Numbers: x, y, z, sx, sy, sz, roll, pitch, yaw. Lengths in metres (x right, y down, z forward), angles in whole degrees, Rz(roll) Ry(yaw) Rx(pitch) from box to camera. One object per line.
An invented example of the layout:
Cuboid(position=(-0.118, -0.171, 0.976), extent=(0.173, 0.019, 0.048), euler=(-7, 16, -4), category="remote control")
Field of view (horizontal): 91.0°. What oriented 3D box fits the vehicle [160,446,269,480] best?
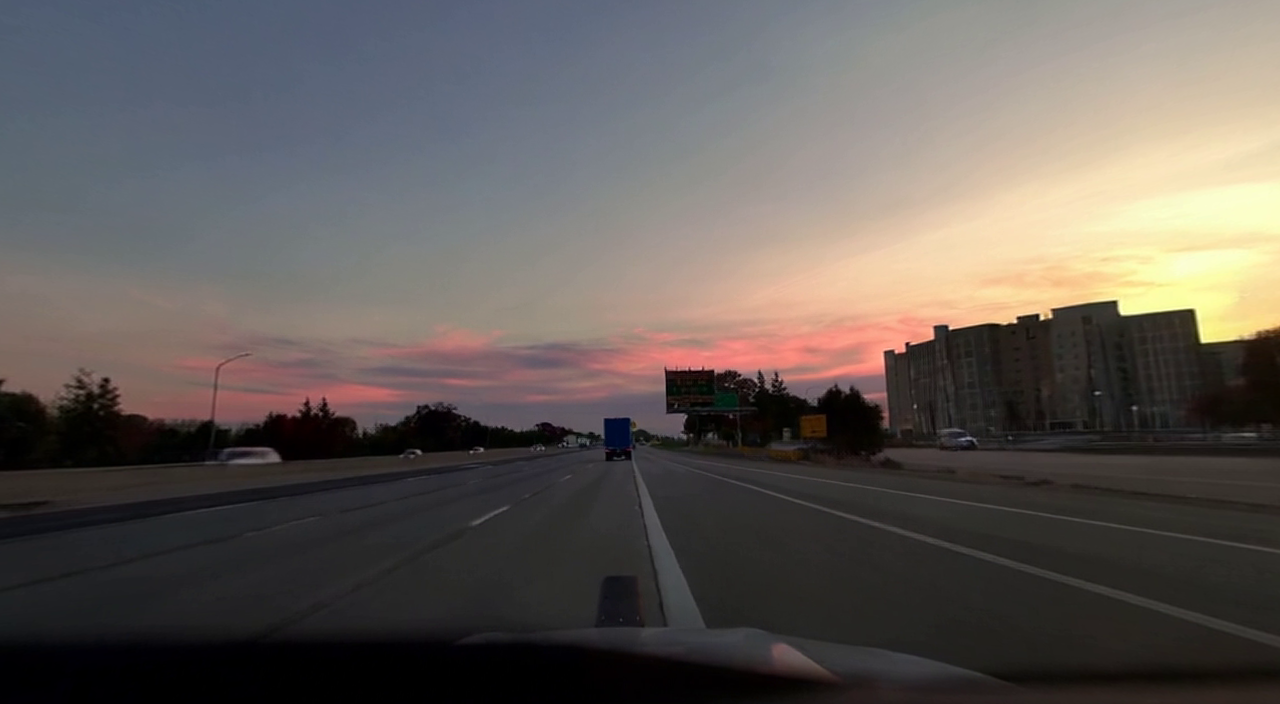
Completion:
Cuboid(position=(-24.418, 6.358, 36.507), extent=(2.165, 1.728, 5.997), euler=(0, -9, 0), category="vehicle")
